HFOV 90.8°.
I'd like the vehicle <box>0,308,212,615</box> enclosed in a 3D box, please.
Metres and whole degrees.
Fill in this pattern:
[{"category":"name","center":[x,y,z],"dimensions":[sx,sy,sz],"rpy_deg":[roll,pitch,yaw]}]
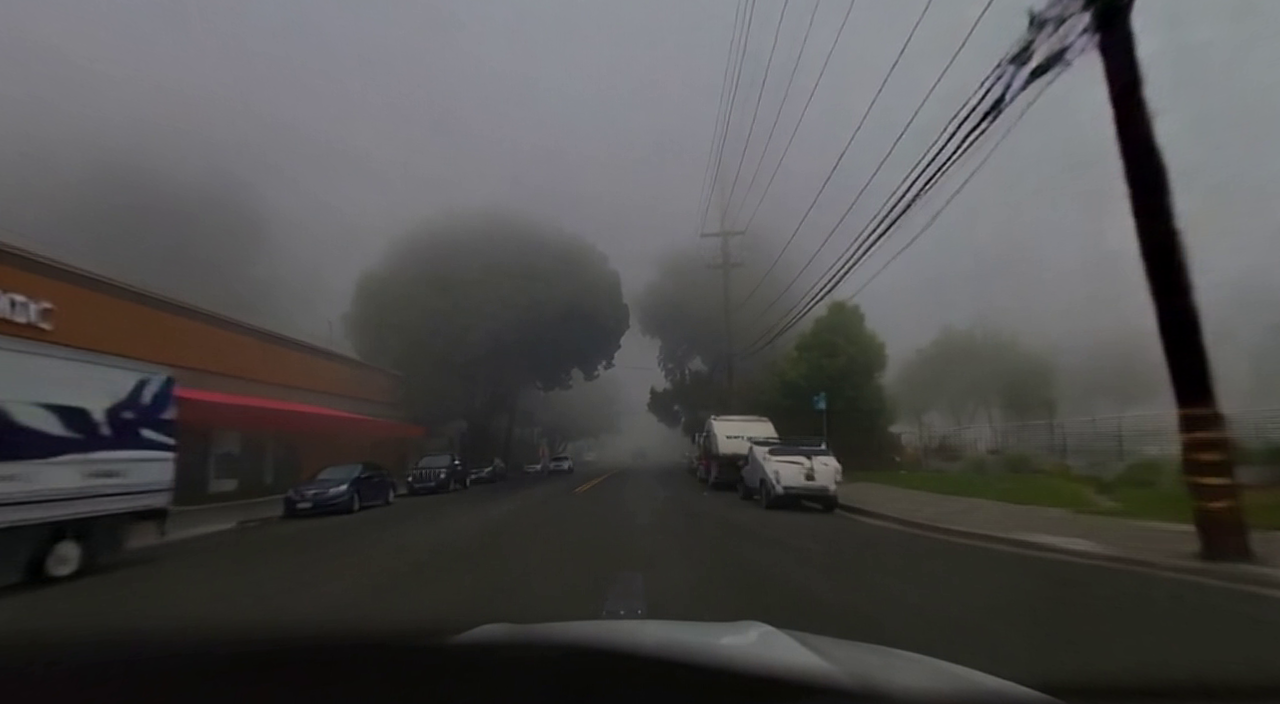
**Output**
[{"category":"vehicle","center":[-8.061,1.041,5.855],"dimensions":[2.745,3.157,7.388],"rpy_deg":[-1,-9,2]}]

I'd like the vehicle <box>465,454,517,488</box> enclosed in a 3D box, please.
[{"category":"vehicle","center":[-7.639,6.088,32.599],"dimensions":[1.678,1.468,3.706],"rpy_deg":[-4,-9,1]}]

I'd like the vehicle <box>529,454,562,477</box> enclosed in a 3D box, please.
[{"category":"vehicle","center":[-7.266,8.745,48.868],"dimensions":[1.787,1.543,4.052],"rpy_deg":[-4,-8,1]}]

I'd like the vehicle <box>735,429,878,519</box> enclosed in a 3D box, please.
[{"category":"vehicle","center":[3.719,2.838,15.217],"dimensions":[2.097,1.784,4.915],"rpy_deg":[0,-9,0]}]

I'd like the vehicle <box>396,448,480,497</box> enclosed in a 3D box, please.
[{"category":"vehicle","center":[-7.768,4.626,24.679],"dimensions":[1.882,1.639,4.187],"rpy_deg":[-3,-9,1]}]

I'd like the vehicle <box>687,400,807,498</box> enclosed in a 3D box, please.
[{"category":"vehicle","center":[3.954,3.824,25.833],"dimensions":[3.011,3.127,8.608],"rpy_deg":[-3,-7,-2]}]

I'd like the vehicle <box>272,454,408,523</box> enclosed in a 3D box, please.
[{"category":"vehicle","center":[-7.905,3.581,17.113],"dimensions":[1.704,1.464,4.089],"rpy_deg":[-3,-8,0]}]
